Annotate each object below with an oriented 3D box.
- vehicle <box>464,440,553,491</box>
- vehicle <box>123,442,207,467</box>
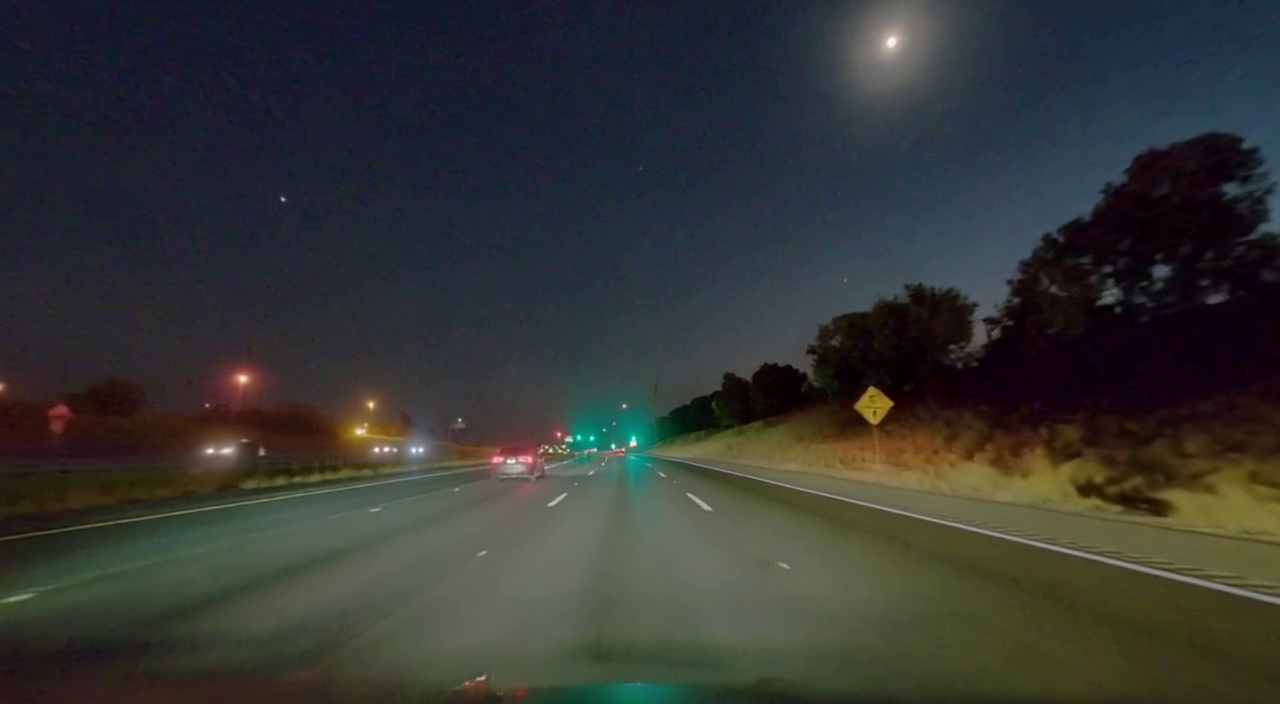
[{"bbox_3d":[-4.315,3.813,21.539,2.073,1.516,4.478,0,-9,0],"label":"vehicle"},{"bbox_3d":[-29.551,6.386,39.495,1.835,1.467,4.491,0,-9,-1],"label":"vehicle"}]
